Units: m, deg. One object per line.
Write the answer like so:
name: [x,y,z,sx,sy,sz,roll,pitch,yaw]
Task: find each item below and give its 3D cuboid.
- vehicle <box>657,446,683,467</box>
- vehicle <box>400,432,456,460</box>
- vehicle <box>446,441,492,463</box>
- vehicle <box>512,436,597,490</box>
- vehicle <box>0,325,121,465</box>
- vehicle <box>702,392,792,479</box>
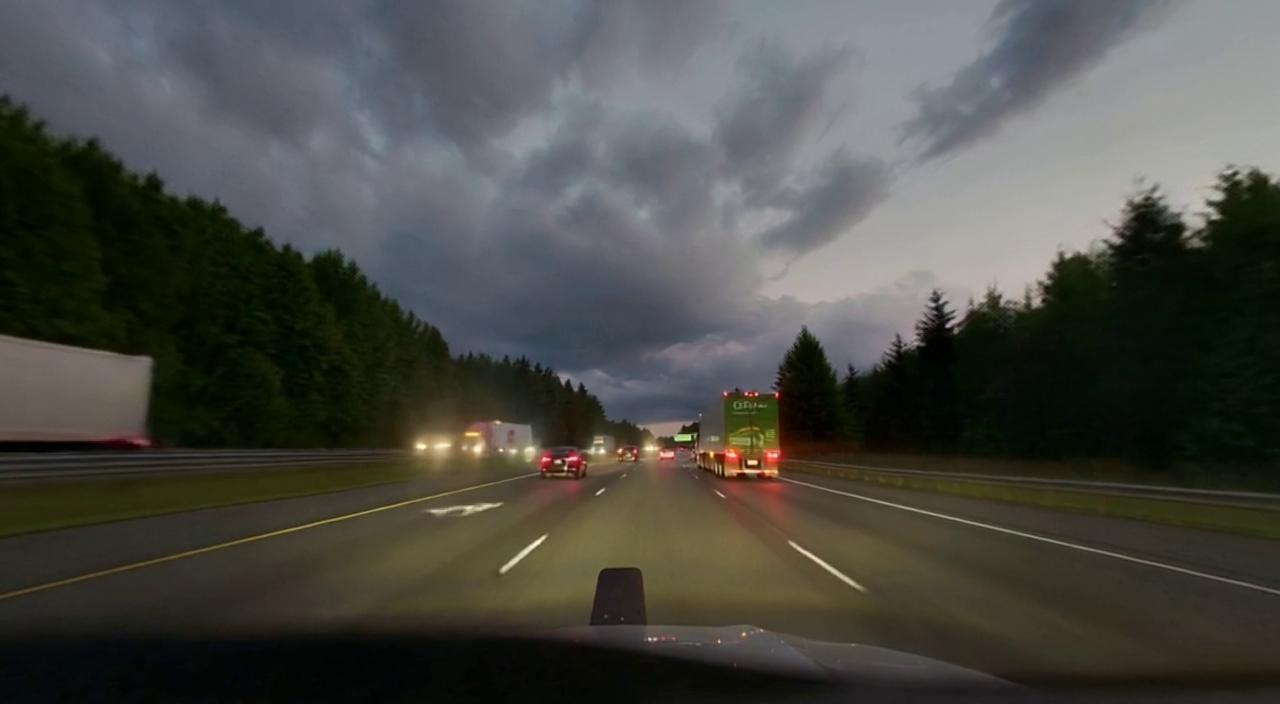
vehicle: [2.360,8.185,49.411,1.990,1.537,3.725,-1,-9,3]
vehicle: [-14.883,6.639,44.555,2.102,1.845,4.723,-1,-9,3]
vehicle: [-11.800,6.888,43.713,1.822,1.445,4.076,-1,-8,3]
vehicle: [-2.895,3.901,22.394,2.205,1.728,4.397,-1,-9,3]
vehicle: [-20.657,0.699,14.950,3.202,4.099,15.246,0,-9,2]
vehicle: [5.616,4.947,36.071,3.057,3.993,13.914,0,-9,2]
